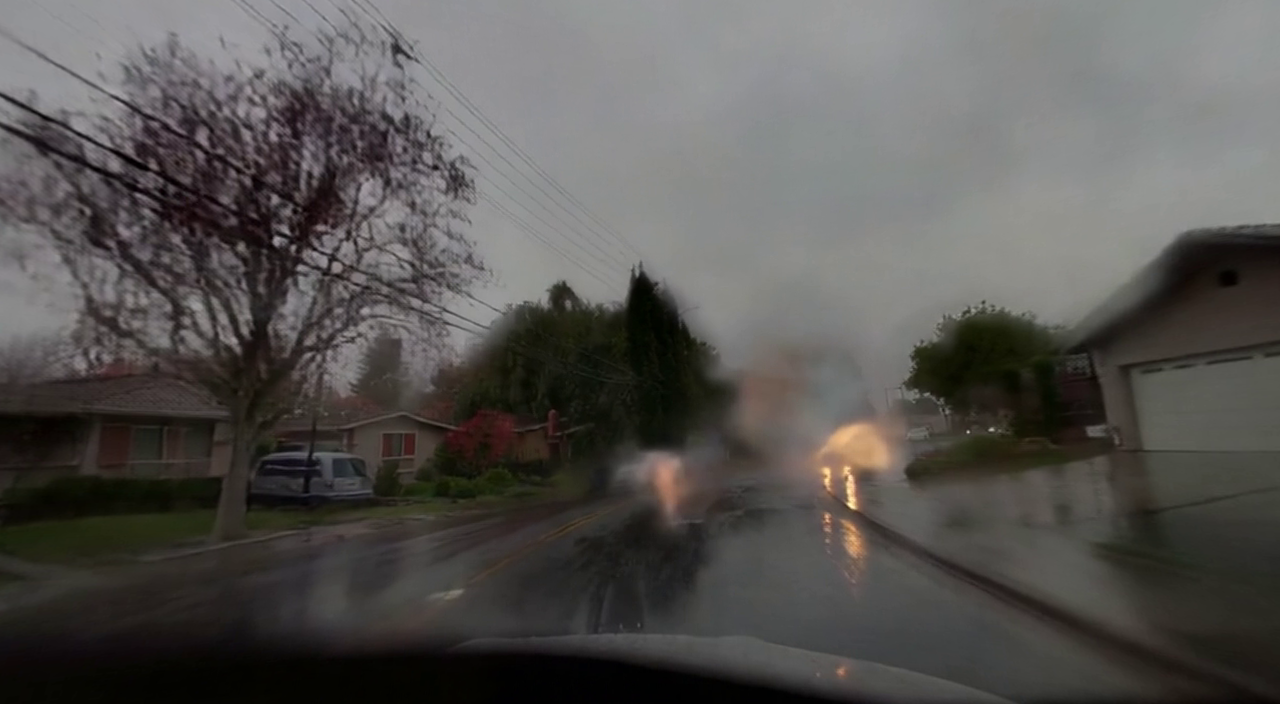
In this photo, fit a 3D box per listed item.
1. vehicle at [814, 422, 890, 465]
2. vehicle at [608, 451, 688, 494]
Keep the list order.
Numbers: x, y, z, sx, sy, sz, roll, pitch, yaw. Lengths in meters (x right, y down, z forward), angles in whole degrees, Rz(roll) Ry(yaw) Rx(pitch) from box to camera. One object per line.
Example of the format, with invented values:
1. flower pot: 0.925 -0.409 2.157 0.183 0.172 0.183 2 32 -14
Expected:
1. vehicle: 10.707 4.590 31.657 2.086 1.974 4.890 -6 -11 36
2. vehicle: 0.508 6.054 32.139 2.039 1.949 4.511 -5 -10 31
